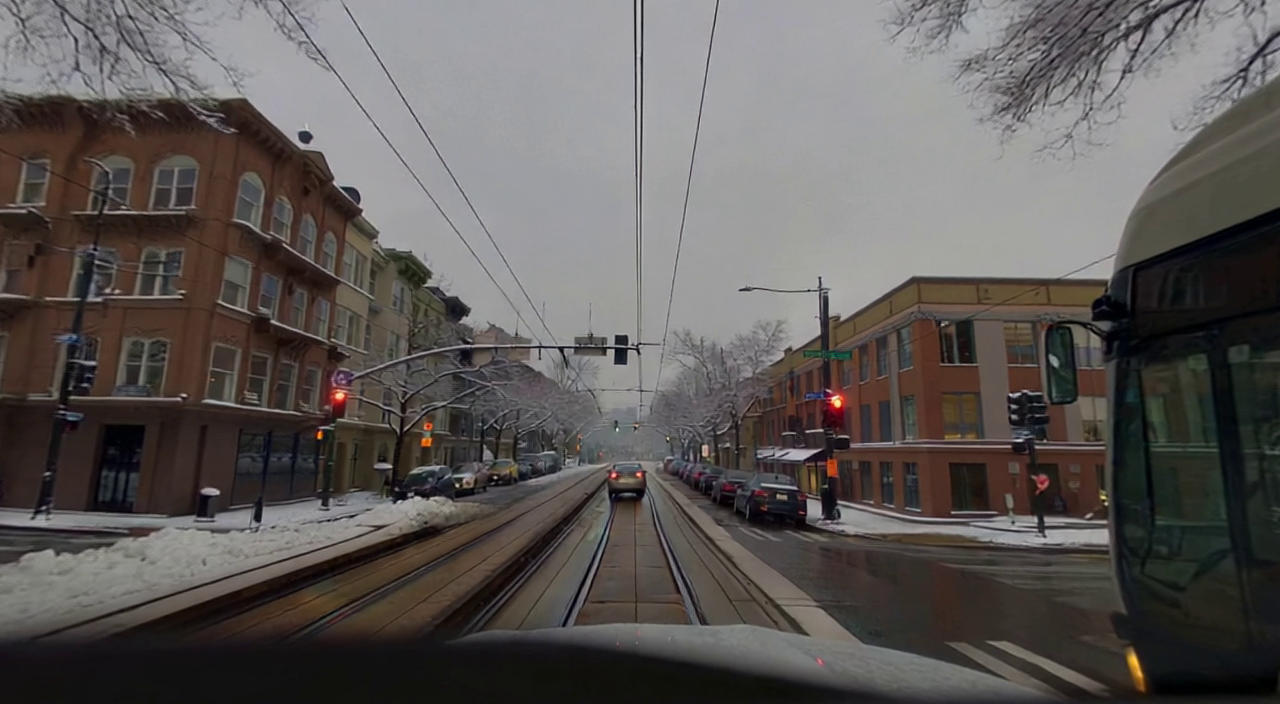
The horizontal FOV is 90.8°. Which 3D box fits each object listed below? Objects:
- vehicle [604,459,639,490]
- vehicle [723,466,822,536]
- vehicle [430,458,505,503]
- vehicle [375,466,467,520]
[{"bbox_3d":[-1.036,7.171,37.235,1.966,1.600,3.494,0,-8,-1],"label":"vehicle"},{"bbox_3d":[3.846,4.389,19.124,1.929,1.723,4.134,0,-8,-2],"label":"vehicle"},{"bbox_3d":[-7.426,5.577,27.712,1.861,1.751,4.550,1,-10,2],"label":"vehicle"},{"bbox_3d":[-7.435,4.796,21.864,1.779,1.588,3.953,2,-10,-1],"label":"vehicle"}]
